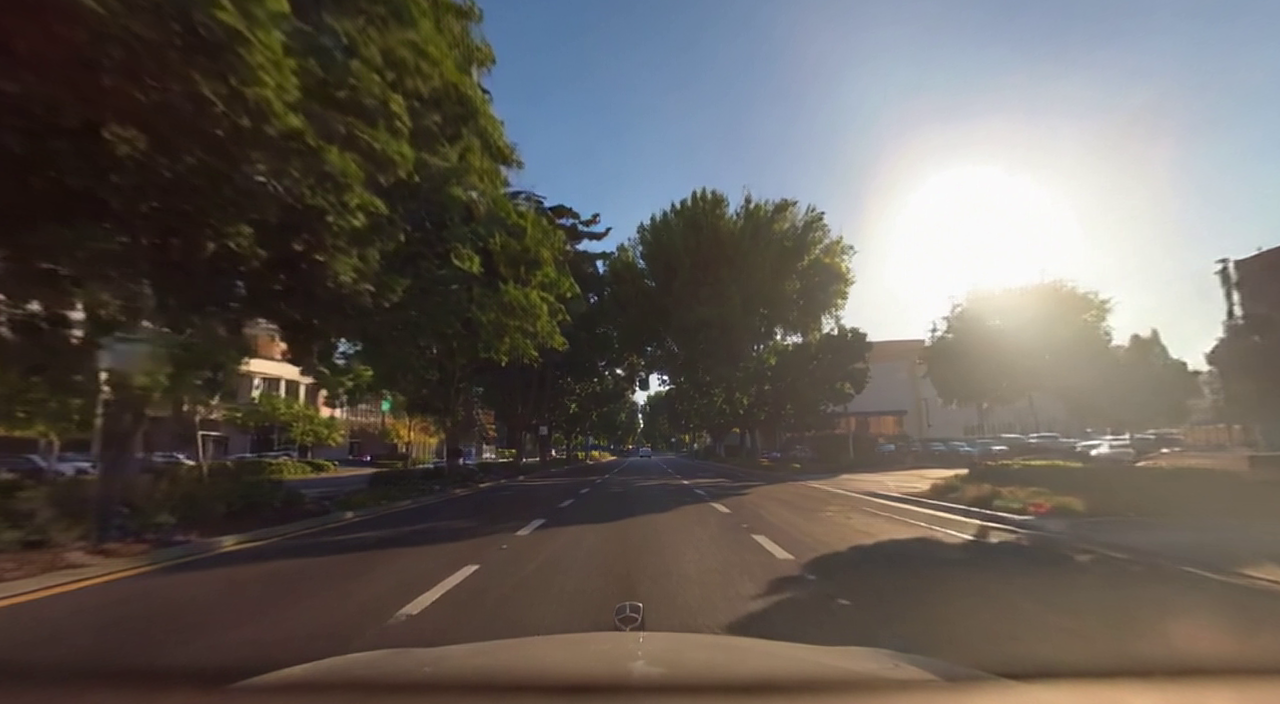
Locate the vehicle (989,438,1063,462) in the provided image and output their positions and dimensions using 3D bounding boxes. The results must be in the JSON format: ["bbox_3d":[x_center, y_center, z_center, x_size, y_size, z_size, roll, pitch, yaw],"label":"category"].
[{"bbox_3d":[29.873,7.589,48.685,4.342,1.641,1.975,-3,-8,-1],"label":"vehicle"}]

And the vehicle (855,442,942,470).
[{"bbox_3d":[17.073,6.867,41.561,4.720,1.769,2.229,0,-10,-4],"label":"vehicle"}]

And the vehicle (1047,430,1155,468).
[{"bbox_3d":[27.001,5.691,36.884,4.569,1.929,2.084,-2,-10,-3],"label":"vehicle"}]

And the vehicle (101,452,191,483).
[{"bbox_3d":[-36.294,8.444,46.342,2.219,2.066,5.369,0,-9,1],"label":"vehicle"}]

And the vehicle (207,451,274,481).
[{"bbox_3d":[-31.233,8.894,49.247,2.160,2.118,4.989,0,-9,-3],"label":"vehicle"}]

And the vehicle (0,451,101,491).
[{"bbox_3d":[-35.932,6.999,37.413,2.471,2.129,5.492,-1,-9,3],"label":"vehicle"}]

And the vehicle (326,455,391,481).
[{"bbox_3d":[-18.989,7.813,42.582,2.040,1.609,4.872,0,-9,1],"label":"vehicle"}]
